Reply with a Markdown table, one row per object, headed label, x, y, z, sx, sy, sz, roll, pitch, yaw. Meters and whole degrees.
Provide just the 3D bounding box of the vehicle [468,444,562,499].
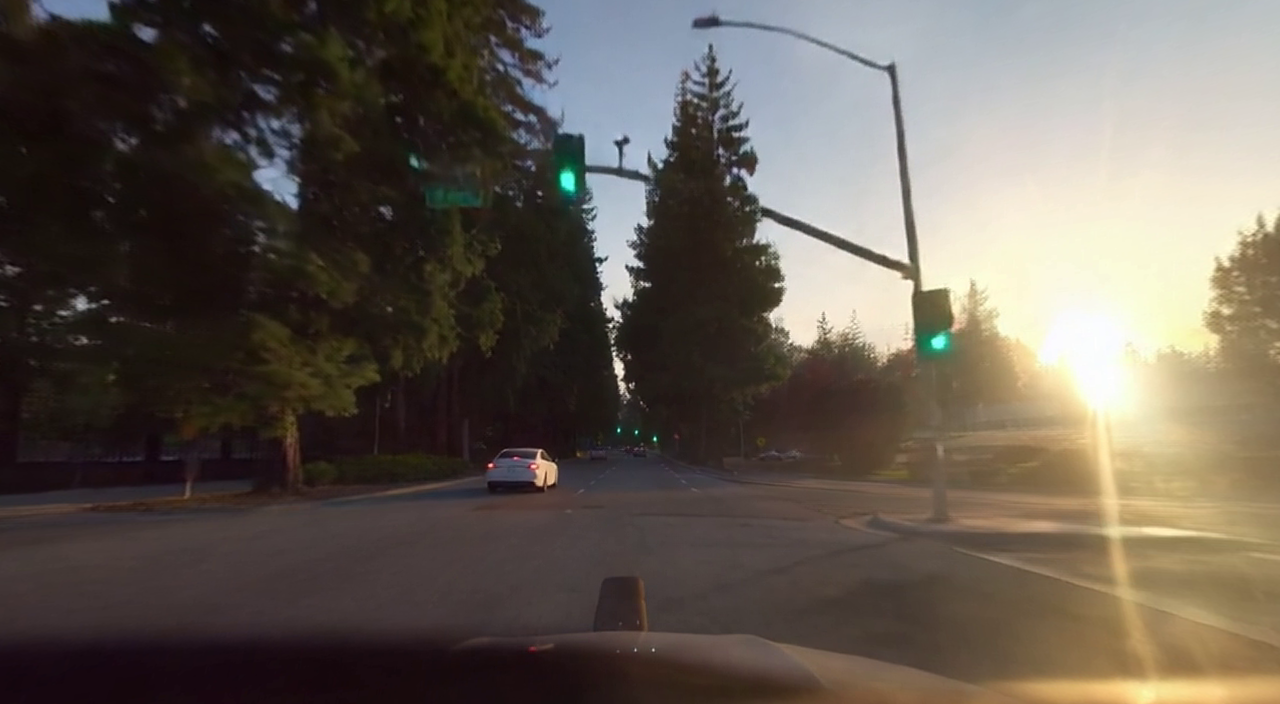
| label | x | y | z | sx | sy | sz | roll | pitch | yaw |
| --- | --- | --- | --- | --- | --- | --- | --- | --- | --- |
| vehicle | -3.665 | 3.572 | 19.410 | 1.968 | 1.459 | 4.433 | 0 | -8 | 0 |
